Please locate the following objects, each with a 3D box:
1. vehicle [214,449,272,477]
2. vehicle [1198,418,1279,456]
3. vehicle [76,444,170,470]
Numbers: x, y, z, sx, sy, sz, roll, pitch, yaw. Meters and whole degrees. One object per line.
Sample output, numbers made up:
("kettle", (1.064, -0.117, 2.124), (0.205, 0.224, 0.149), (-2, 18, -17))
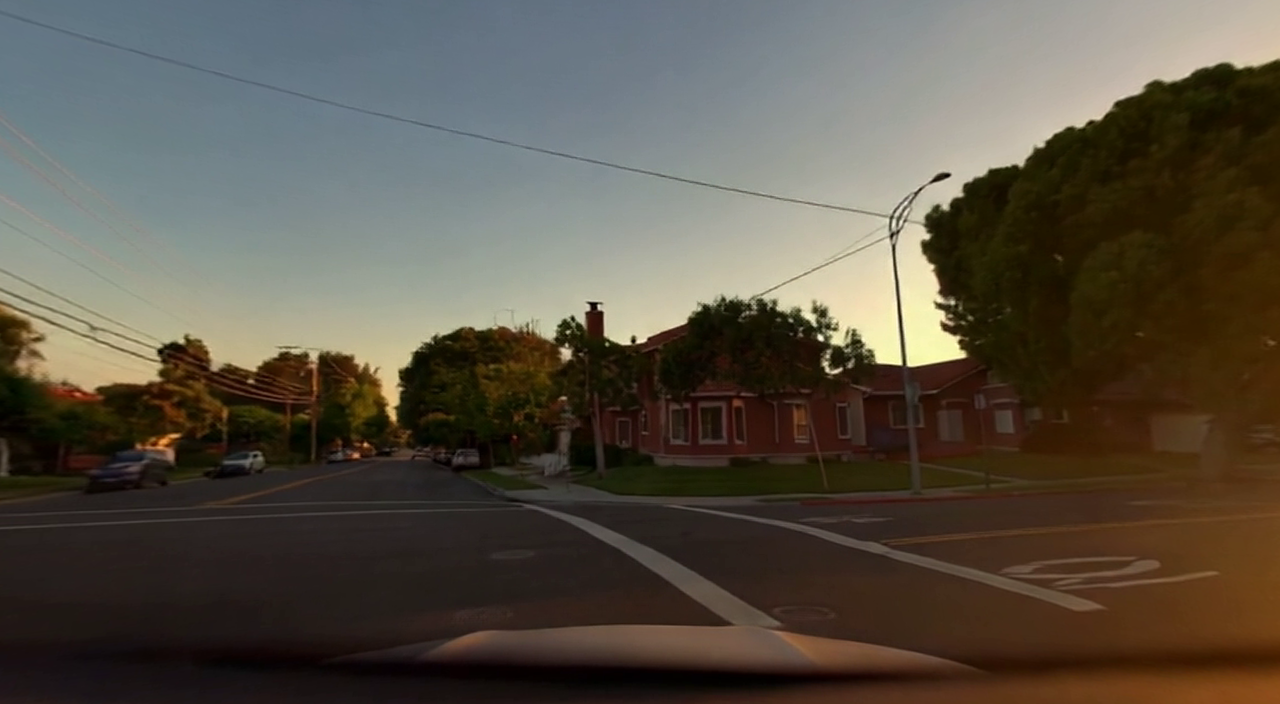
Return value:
("vehicle", (-23.587, 6.564, 37.670), (2.036, 1.546, 4.705), (3, -9, -22))
("vehicle", (33.478, 4.689, 34.486), (5.161, 1.829, 2.034), (5, -9, -17))
("vehicle", (-33.883, 6.883, 41.557), (4.288, 1.656, 1.791), (3, -9, -18))
